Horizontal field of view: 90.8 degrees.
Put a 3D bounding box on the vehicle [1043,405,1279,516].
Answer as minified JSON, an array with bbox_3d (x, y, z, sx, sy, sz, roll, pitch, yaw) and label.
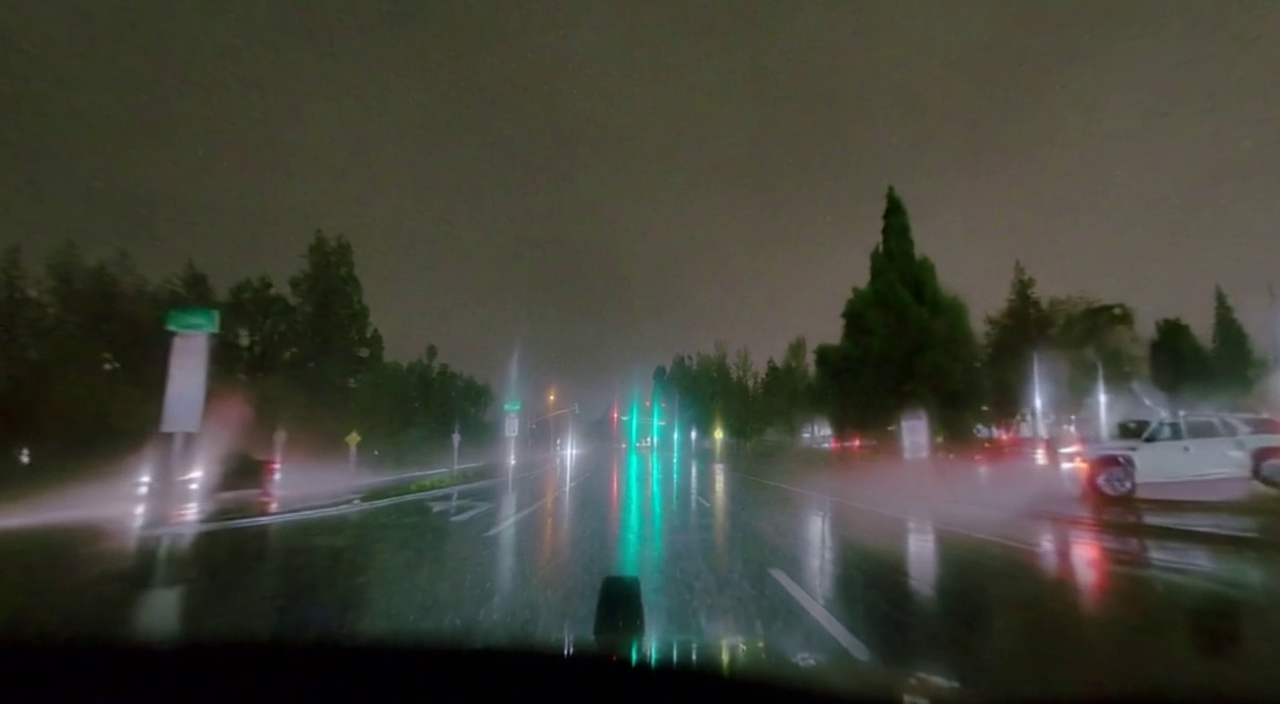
[{"bbox_3d":[12.342,2.221,13.603,5.581,1.926,2.324,-4,-7,0],"label":"vehicle"}]

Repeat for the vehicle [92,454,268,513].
[{"bbox_3d":[-13.462,3.827,18.916,1.892,1.486,4.487,0,-8,0],"label":"vehicle"}]
